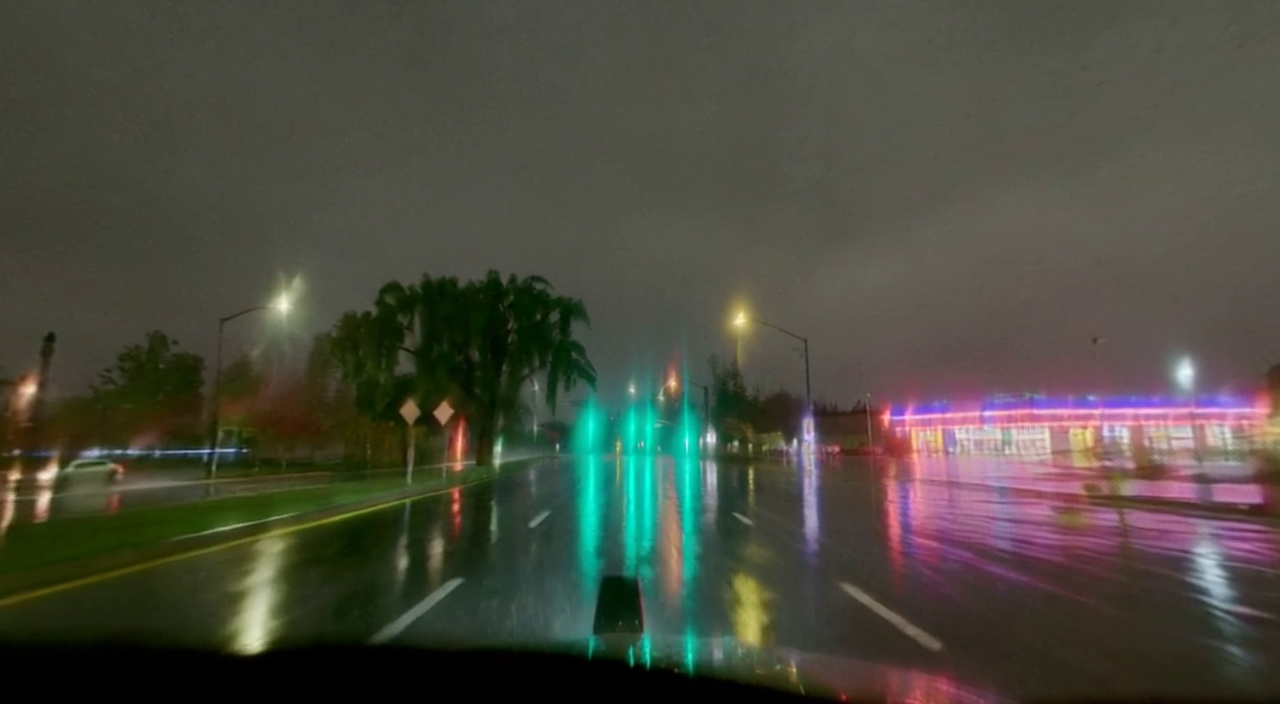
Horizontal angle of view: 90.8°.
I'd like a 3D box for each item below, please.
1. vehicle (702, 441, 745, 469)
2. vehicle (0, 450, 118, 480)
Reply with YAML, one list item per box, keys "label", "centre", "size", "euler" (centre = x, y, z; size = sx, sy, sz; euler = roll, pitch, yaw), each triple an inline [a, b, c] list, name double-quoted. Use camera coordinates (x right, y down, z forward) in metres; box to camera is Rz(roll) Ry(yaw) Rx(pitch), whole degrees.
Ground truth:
- label: "vehicle"
  centre: [6.285, 7.845, 48.366]
  size: [2.347, 1.963, 5.940]
  euler: [0, -8, -1]
- label: "vehicle"
  centre: [-30.440, 5.925, 33.089]
  size: [4.341, 1.465, 2.304]
  euler: [-2, -9, 9]
